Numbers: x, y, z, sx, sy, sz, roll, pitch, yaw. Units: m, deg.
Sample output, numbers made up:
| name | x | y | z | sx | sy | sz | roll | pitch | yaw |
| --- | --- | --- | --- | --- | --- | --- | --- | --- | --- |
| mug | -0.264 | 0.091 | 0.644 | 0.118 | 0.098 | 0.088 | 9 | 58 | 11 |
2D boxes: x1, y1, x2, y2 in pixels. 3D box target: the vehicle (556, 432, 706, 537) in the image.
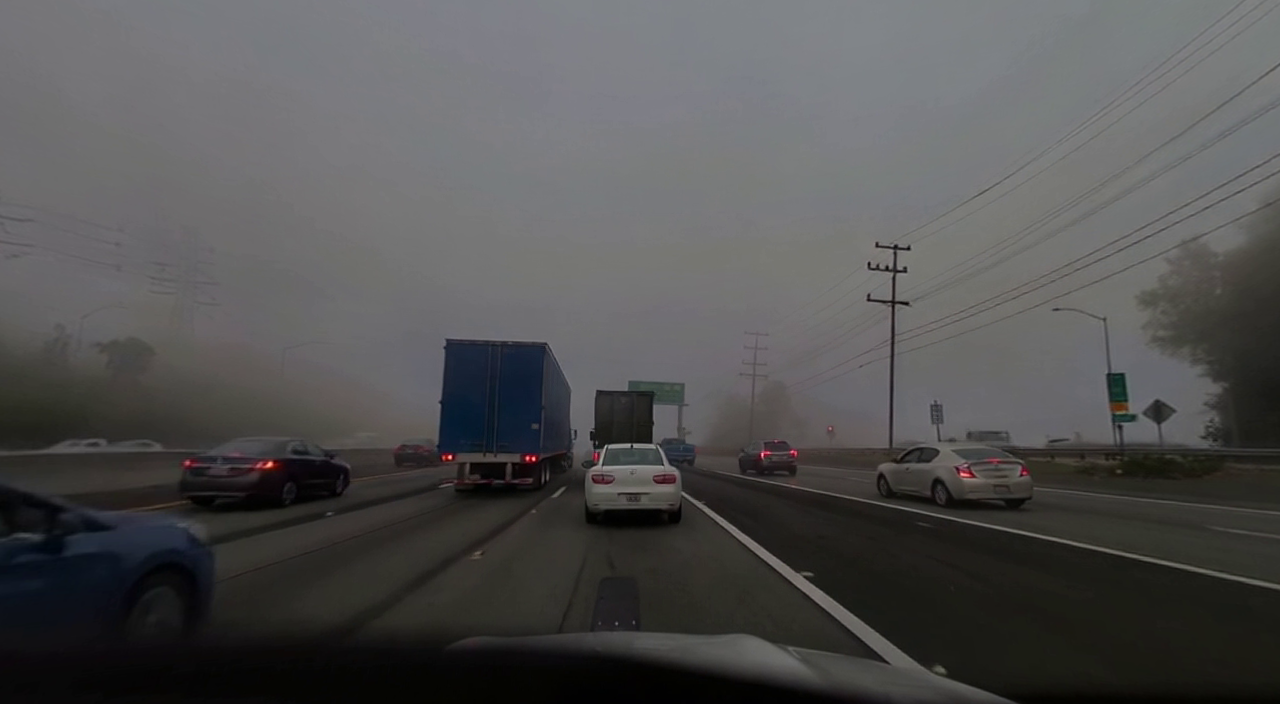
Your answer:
| name | x | y | z | sx | sy | sz | roll | pitch | yaw |
| --- | --- | --- | --- | --- | --- | --- | --- | --- | --- |
| vehicle | -0.221 | 2.183 | 10.998 | 2.112 | 1.463 | 4.012 | 0 | -9 | -3 |

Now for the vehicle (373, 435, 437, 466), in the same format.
| name | x | y | z | sx | sy | sz | roll | pitch | yaw |
| --- | --- | --- | --- | --- | --- | --- | --- | --- | --- |
| vehicle | -13.483 | 5.697 | 36.629 | 2.148 | 1.678 | 4.851 | 1 | -9 | -4 |

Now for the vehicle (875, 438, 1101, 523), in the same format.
| name | x | y | z | sx | sy | sz | roll | pitch | yaw |
| --- | --- | --- | --- | --- | --- | --- | --- | --- | --- |
| vehicle | 6.670 | 2.475 | 12.778 | 1.878 | 1.406 | 4.164 | 1 | -9 | -6 |

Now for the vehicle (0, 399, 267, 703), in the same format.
| name | x | y | z | sx | sy | sz | roll | pitch | yaw |
| --- | --- | --- | --- | --- | --- | --- | --- | --- | --- |
| vehicle | -3.631 | 0.826 | 1.877 | 2.090 | 1.463 | 4.968 | 0 | -9 | -1 |

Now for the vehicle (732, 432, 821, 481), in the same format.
| name | x | y | z | sx | sy | sz | roll | pitch | yaw |
| --- | --- | --- | --- | --- | --- | --- | --- | --- | --- |
| vehicle | 5.029 | 3.919 | 23.931 | 2.023 | 1.676 | 4.002 | 1 | -9 | -7 |

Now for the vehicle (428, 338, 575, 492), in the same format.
| name | x | y | z | sx | sy | sz | roll | pitch | yaw |
| --- | --- | --- | --- | --- | --- | --- | --- | --- | --- |
| vehicle | -4.781 | 3.100 | 26.703 | 3.150 | 4.298 | 17.928 | 0 | -9 | -3 |
